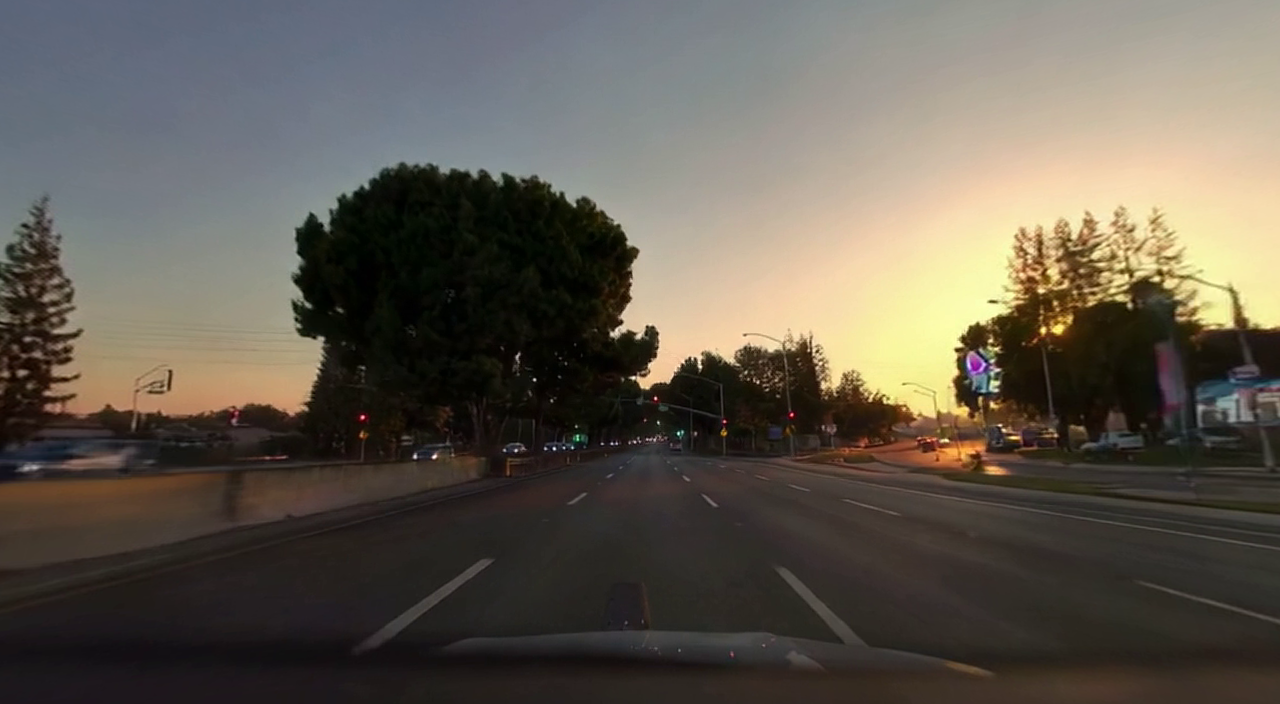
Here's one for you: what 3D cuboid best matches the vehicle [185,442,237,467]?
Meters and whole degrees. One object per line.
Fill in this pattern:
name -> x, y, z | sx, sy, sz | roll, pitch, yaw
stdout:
vehicle -> -26.503, 6.336, 38.996 | 1.523, 1.449, 2.219 | -1, -9, 5

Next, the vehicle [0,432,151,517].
vehicle -> -13.743, 2.650, 14.003 | 2.078, 1.684, 4.505 | 0, -8, 1

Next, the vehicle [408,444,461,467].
vehicle -> -13.837, 6.960, 42.773 | 1.951, 1.470, 4.673 | 0, -8, 1
